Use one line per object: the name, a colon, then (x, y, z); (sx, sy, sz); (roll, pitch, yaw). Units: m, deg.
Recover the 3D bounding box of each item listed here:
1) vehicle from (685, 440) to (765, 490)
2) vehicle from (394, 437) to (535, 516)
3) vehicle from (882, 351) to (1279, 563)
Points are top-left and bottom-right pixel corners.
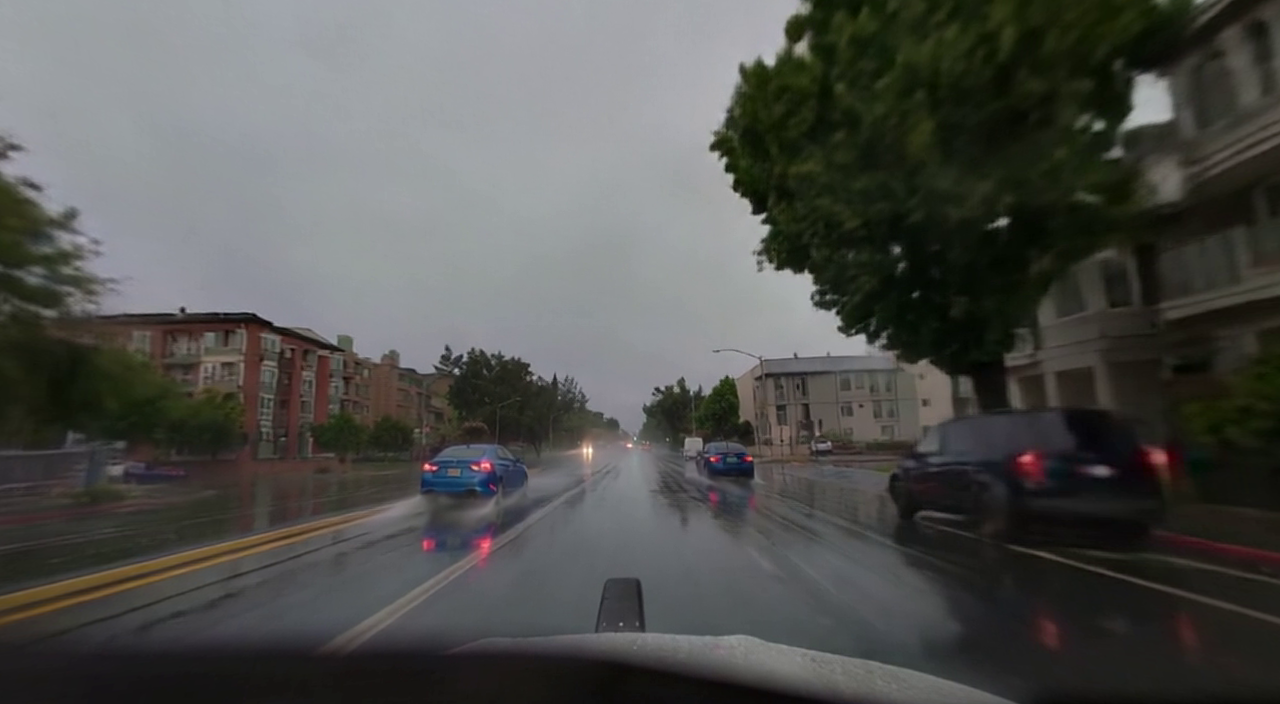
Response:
vehicle: (2.697, 3.696, 21.016); (1.978, 1.471, 4.426); (0, -9, -1)
vehicle: (-3.834, 2.781, 14.630); (2.062, 1.527, 4.044); (0, -9, 0)
vehicle: (6.061, 1.567, 9.865); (2.394, 2.400, 5.209); (0, -9, 0)
